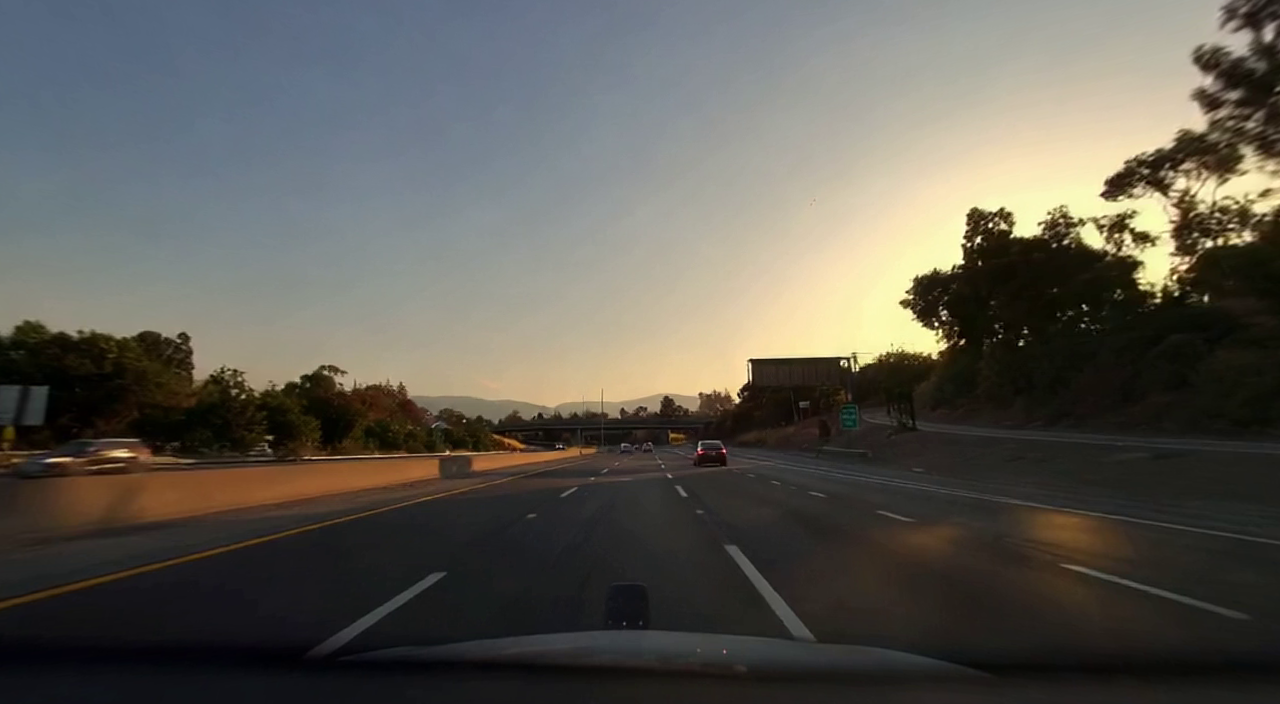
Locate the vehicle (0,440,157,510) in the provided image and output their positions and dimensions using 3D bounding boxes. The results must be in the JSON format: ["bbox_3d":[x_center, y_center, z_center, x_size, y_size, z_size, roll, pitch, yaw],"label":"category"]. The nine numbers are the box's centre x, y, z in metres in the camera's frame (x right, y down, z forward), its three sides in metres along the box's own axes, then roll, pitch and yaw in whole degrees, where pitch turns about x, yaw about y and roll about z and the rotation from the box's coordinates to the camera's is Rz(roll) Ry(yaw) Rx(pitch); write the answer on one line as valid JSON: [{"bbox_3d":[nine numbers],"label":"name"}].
[{"bbox_3d":[-14.904,2.963,15.613,1.938,1.498,4.851,0,-8,2],"label":"vehicle"}]

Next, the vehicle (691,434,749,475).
[{"bbox_3d":[3.554,4.656,28.868,2.039,1.701,4.834,0,-8,0],"label":"vehicle"}]
